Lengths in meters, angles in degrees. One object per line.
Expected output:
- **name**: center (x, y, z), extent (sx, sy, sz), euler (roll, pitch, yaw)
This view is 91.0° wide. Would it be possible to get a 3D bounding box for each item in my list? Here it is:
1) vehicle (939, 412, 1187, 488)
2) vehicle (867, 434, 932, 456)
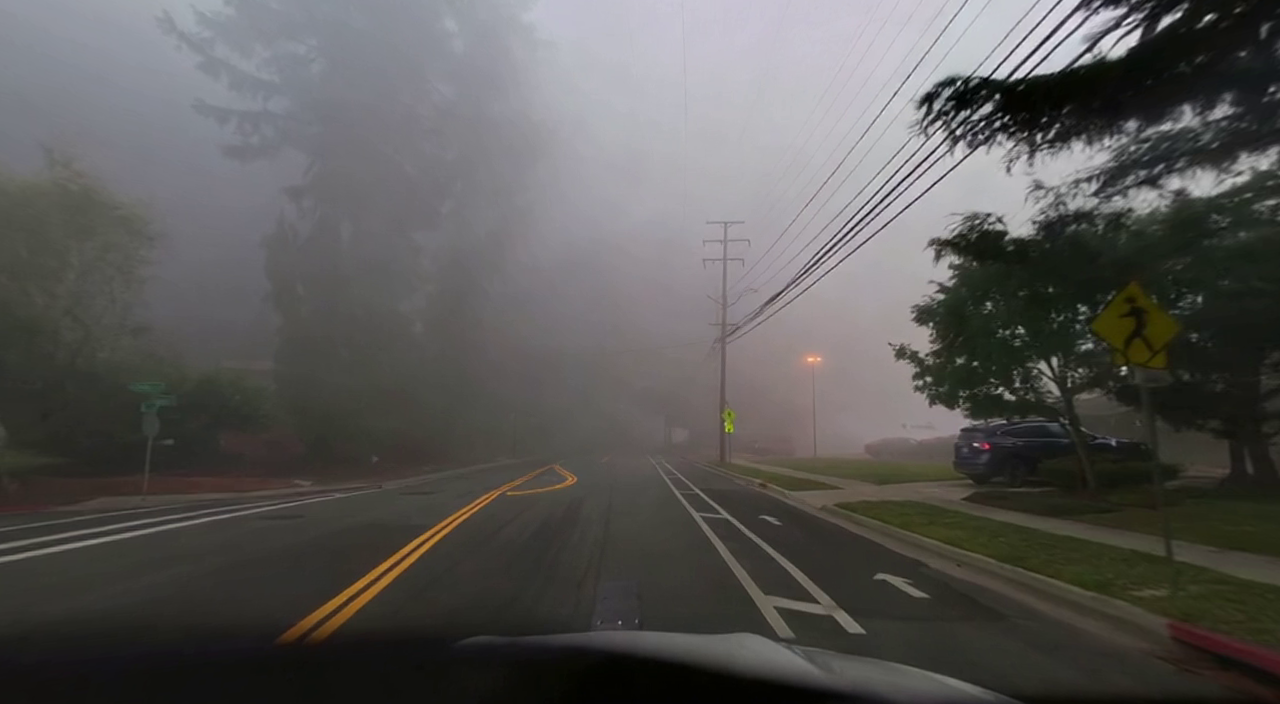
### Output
- **vehicle**: center (10.875, 2.569, 16.545), extent (4.760, 1.808, 2.402), euler (0, -9, -2)
- **vehicle**: center (20.180, 7.231, 49.068), extent (3.943, 1.664, 2.391), euler (0, -8, -2)
